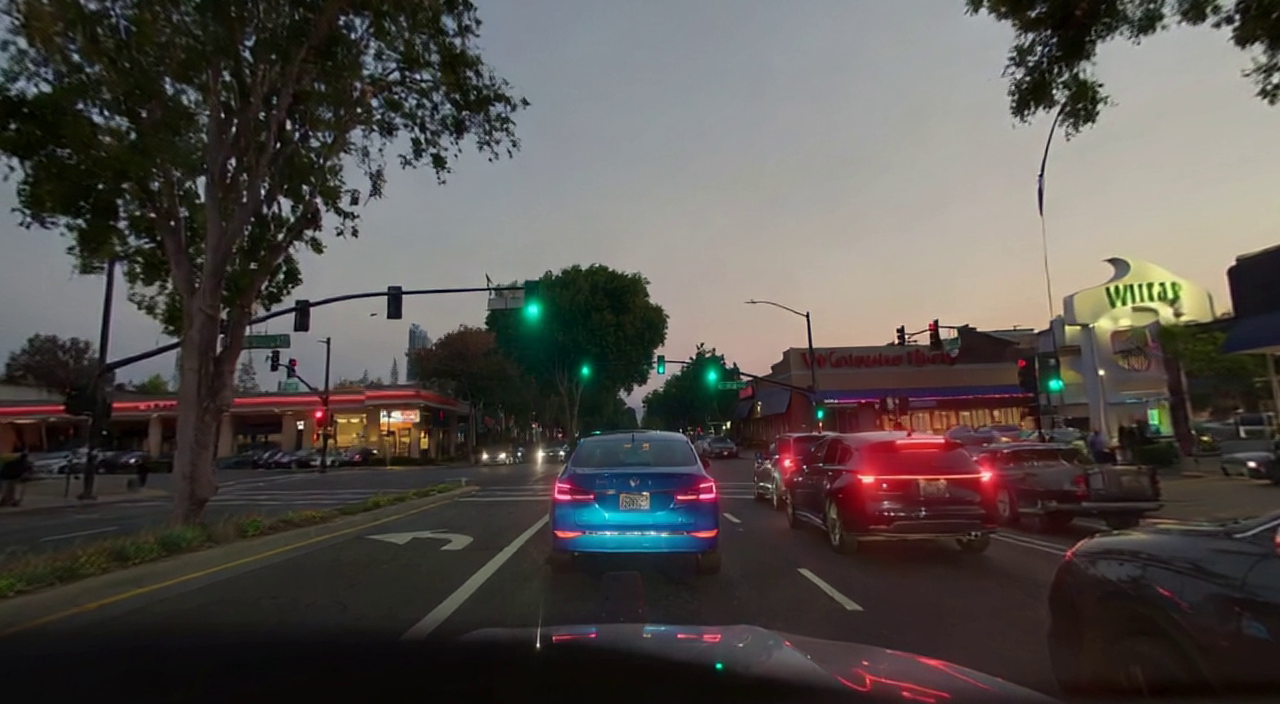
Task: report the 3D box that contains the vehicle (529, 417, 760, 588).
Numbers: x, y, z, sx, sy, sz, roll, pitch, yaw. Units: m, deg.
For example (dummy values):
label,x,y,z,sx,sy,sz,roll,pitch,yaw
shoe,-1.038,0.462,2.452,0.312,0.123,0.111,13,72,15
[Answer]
label,x,y,z,sx,sy,sz,roll,pitch,yaw
vehicle,0.018,1.700,7.864,2.154,1.577,3.723,0,-9,-1

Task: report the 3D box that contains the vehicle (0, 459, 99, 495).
label,x,y,z,sx,sy,sz,roll,pitch,yaw
vehicle,-27.197,5.541,28.087,4.285,1.427,1.883,3,-9,-23

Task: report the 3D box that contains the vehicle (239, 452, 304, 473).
label,x,y,z,sx,sy,sz,roll,pitch,yaw
vehicle,-28.572,8.583,49.153,4.205,1.541,1.780,4,-10,-28

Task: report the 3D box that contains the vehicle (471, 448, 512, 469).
label,x,y,z,sx,sy,sz,roll,pitch,yaw
vehicle,-11.249,8.065,48.199,2.099,1.478,4.411,0,-9,0

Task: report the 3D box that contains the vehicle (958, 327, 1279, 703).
label,x,y,z,sx,sy,sz,roll,pitch,yaw
vehicle,2.990,0.713,1.620,2.075,1.661,4.401,0,-9,1

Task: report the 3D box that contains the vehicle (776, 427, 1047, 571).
label,x,y,z,sx,sy,sz,roll,pitch,yaw
vehicle,3.328,1.867,8.824,1.865,1.496,4.170,0,-9,-1

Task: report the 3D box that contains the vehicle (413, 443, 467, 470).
label,x,y,z,sx,sy,sz,roll,pitch,yaw
vehicle,-15.074,7.937,47.997,2.395,1.903,4.860,-1,-9,1
